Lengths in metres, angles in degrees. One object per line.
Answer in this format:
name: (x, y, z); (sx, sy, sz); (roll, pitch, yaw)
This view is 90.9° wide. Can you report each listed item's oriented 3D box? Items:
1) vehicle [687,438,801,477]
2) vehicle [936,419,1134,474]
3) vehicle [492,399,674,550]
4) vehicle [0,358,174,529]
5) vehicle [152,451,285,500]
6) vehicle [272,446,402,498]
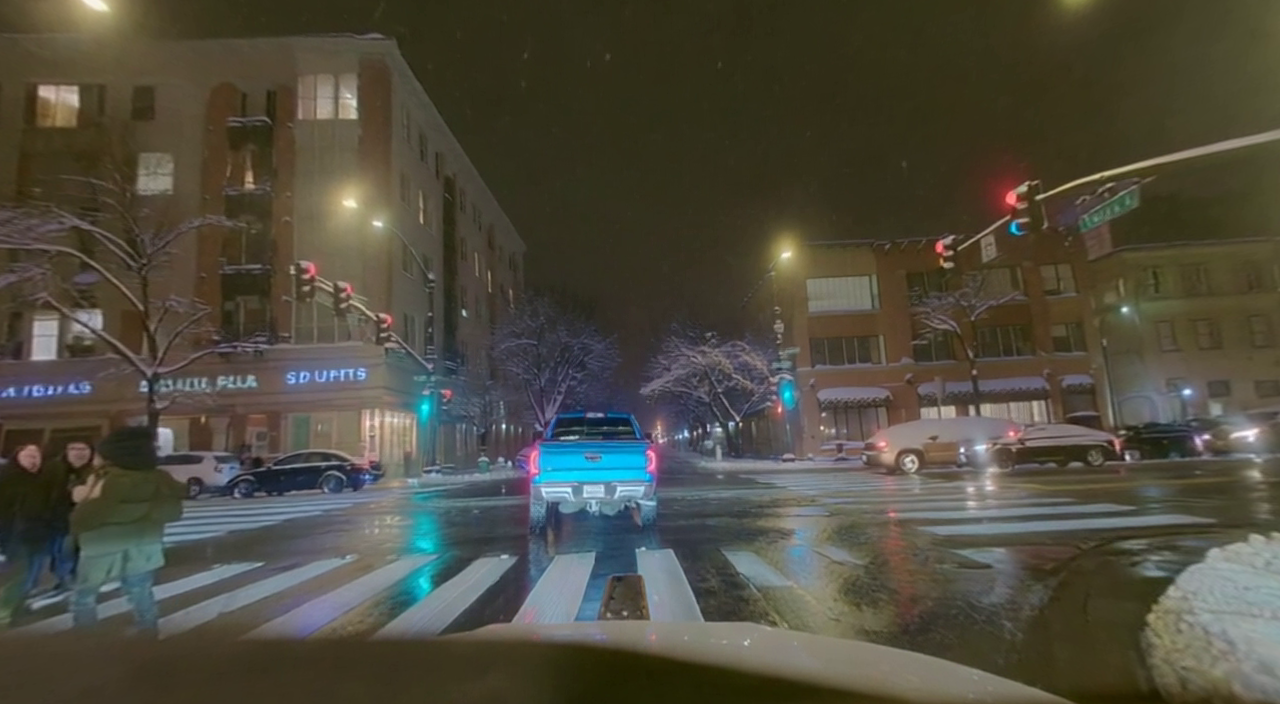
vehicle: (4.255, 4.409, 26.453); (4.515, 1.583, 1.920); (-1, -8, 3)
vehicle: (11.572, 2.801, 18.717); (4.600, 1.506, 1.878); (0, -8, -1)
vehicle: (-1.183, 2.079, 11.464); (2.477, 2.020, 5.534); (1, -9, -9)
vehicle: (-22.413, 2.748, 19.087); (13.729, 4.662, 3.300); (0, -8, 0)
vehicle: (-18.606, 5.457, 28.011); (4.398, 2.057, 1.959); (0, -8, -1)
vehicle: (-13.323, 5.299, 27.959); (4.799, 1.909, 2.011); (-3, -7, 2)
